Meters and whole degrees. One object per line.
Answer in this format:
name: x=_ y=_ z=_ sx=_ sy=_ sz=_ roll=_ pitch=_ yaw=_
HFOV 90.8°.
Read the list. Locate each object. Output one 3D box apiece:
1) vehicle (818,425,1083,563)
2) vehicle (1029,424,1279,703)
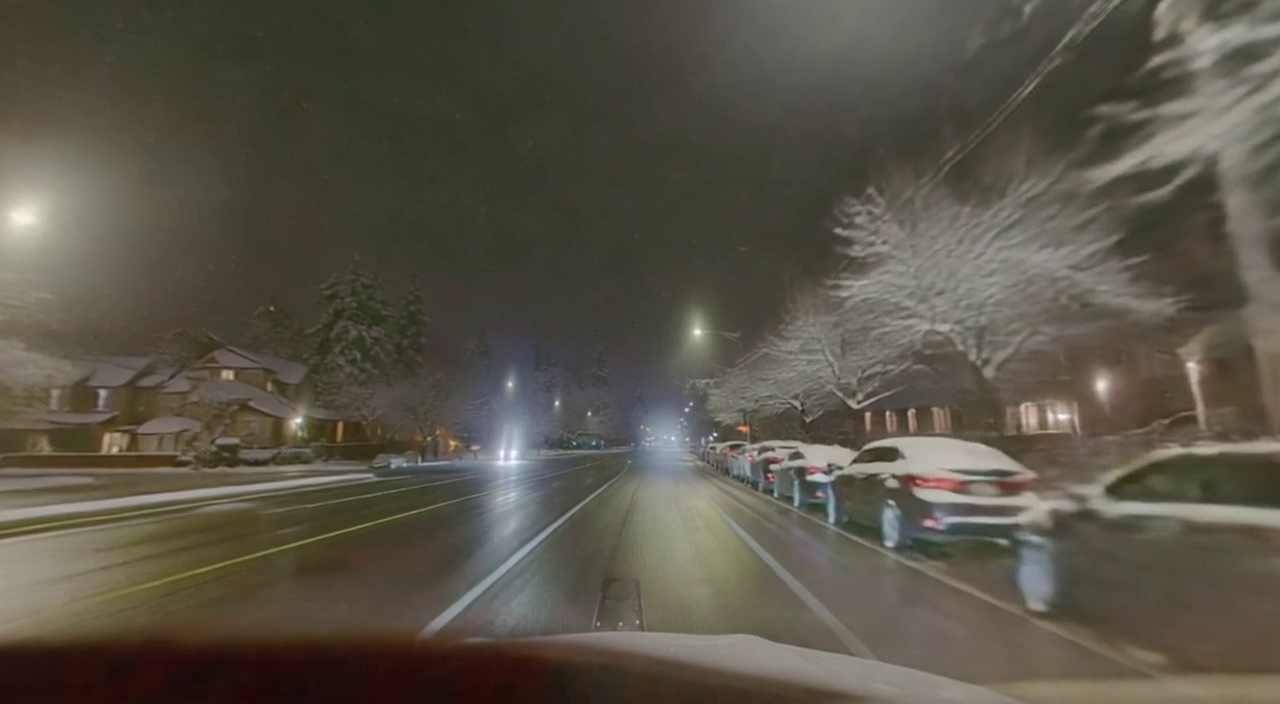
vehicle: x=4.125 y=1.941 z=9.382 sx=1.825 sy=1.525 sz=4.417 roll=0 pitch=-9 yaw=2
vehicle: x=4.164 y=1.074 z=2.867 sx=1.930 sy=1.490 sz=4.604 roll=0 pitch=-9 yaw=1
